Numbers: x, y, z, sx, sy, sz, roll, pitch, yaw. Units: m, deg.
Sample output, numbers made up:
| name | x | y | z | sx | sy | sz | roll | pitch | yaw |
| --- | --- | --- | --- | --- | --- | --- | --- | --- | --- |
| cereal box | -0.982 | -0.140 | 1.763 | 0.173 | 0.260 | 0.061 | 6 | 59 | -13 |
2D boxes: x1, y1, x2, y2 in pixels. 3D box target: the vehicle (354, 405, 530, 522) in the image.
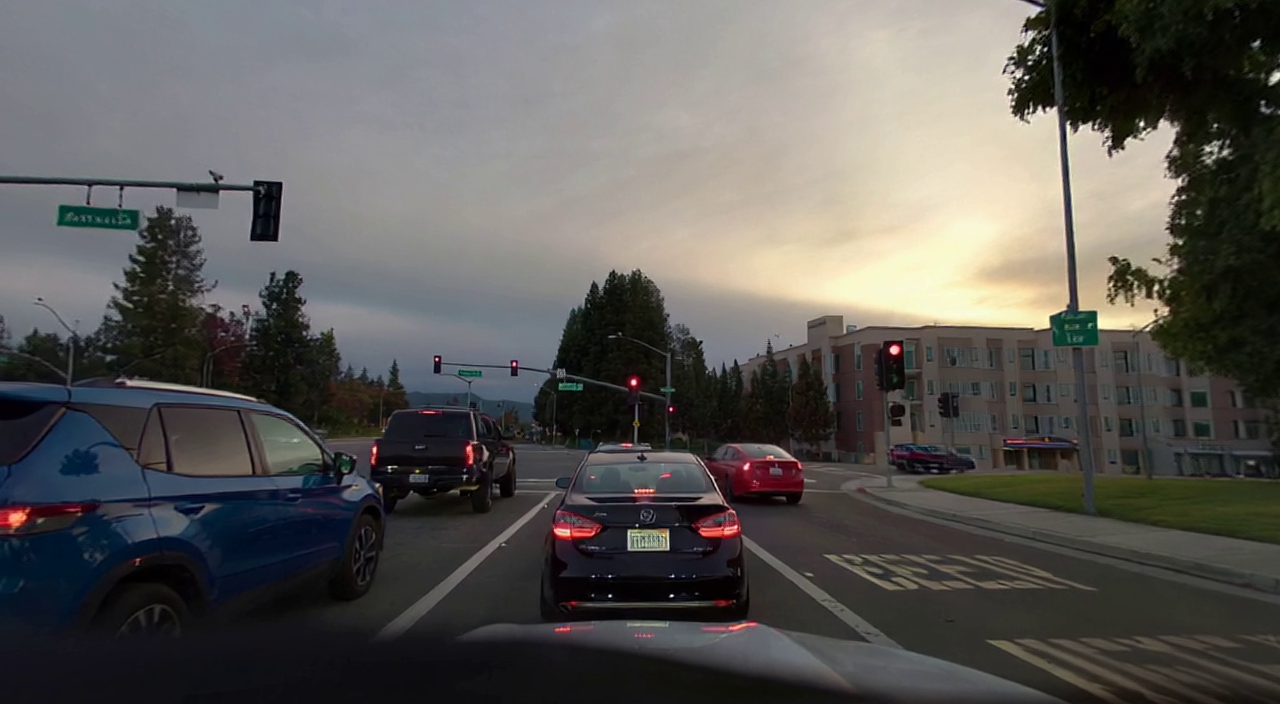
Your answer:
| name | x | y | z | sx | sy | sz | roll | pitch | yaw |
| --- | --- | --- | --- | --- | --- | --- | --- | --- | --- |
| vehicle | -3.887 | 2.317 | 13.705 | 2.305 | 1.984 | 5.586 | 0 | -8 | -3 |

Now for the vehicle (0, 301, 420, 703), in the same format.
| name | x | y | z | sx | sy | sz | roll | pitch | yaw |
| --- | --- | --- | --- | --- | --- | --- | --- | --- | --- |
| vehicle | -3.136 | 1.010 | 4.145 | 1.924 | 1.737 | 4.387 | 0 | -8 | -2 |

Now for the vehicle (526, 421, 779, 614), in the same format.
| name | x | y | z | sx | sy | sz | roll | pitch | yaw |
| --- | --- | --- | --- | --- | --- | --- | --- | --- | --- |
| vehicle | -0.060 | 1.628 | 7.269 | 2.001 | 1.483 | 4.442 | 0 | -8 | -4 |

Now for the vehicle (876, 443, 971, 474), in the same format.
| name | x | y | z | sx | sy | sz | roll | pitch | yaw |
| --- | --- | --- | --- | --- | --- | --- | --- | --- | --- |
| vehicle | 17.662 | 6.633 | 39.510 | 4.874 | 1.854 | 2.230 | 1 | -9 | -6 |
